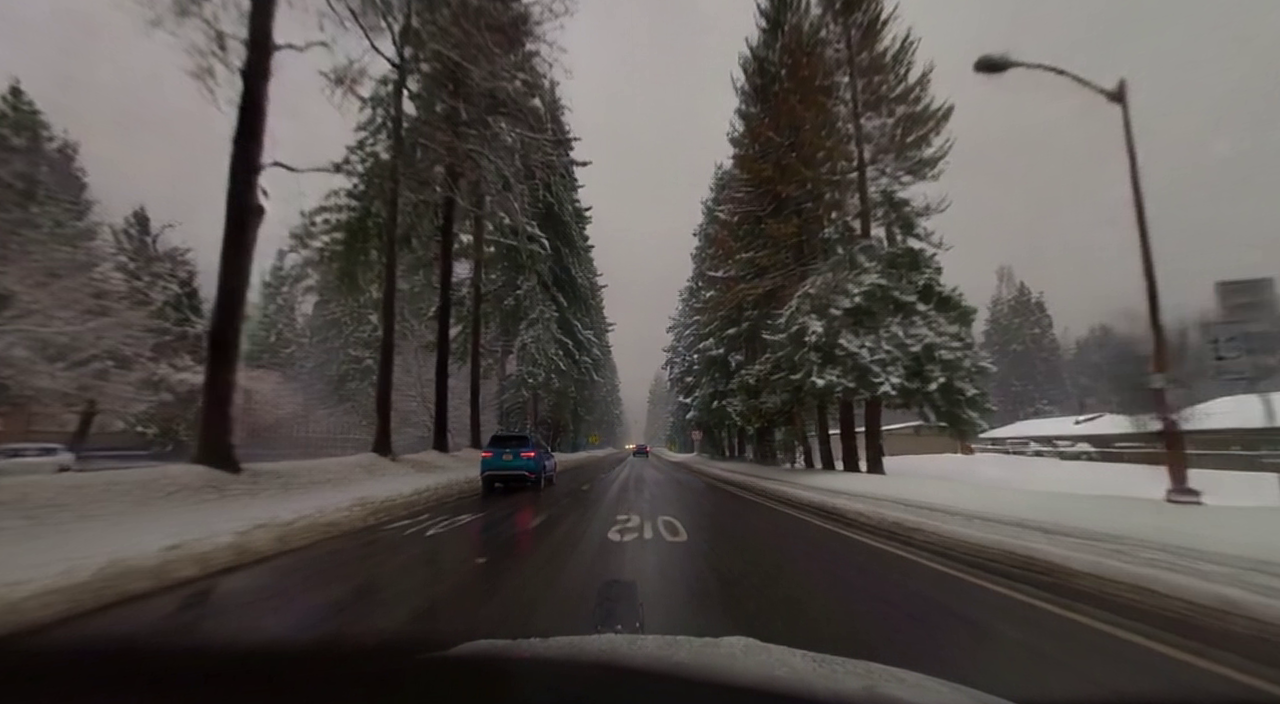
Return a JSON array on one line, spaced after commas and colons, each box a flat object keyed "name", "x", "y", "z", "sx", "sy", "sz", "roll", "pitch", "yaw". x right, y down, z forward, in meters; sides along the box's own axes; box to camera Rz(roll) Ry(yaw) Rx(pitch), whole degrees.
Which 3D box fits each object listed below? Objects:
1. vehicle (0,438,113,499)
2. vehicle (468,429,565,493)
[{"name": "vehicle", "x": -25.831, "y": 4.590, "z": 25.152, "sx": 2.691, "sy": 2.305, "sz": 8.031, "roll": 0, "pitch": -8, "yaw": 1}, {"name": "vehicle", "x": -3.659, "y": 3.326, "z": 19.571, "sx": 2.078, "sy": 1.748, "sz": 4.279, "roll": 0, "pitch": -8, "yaw": 0}]
